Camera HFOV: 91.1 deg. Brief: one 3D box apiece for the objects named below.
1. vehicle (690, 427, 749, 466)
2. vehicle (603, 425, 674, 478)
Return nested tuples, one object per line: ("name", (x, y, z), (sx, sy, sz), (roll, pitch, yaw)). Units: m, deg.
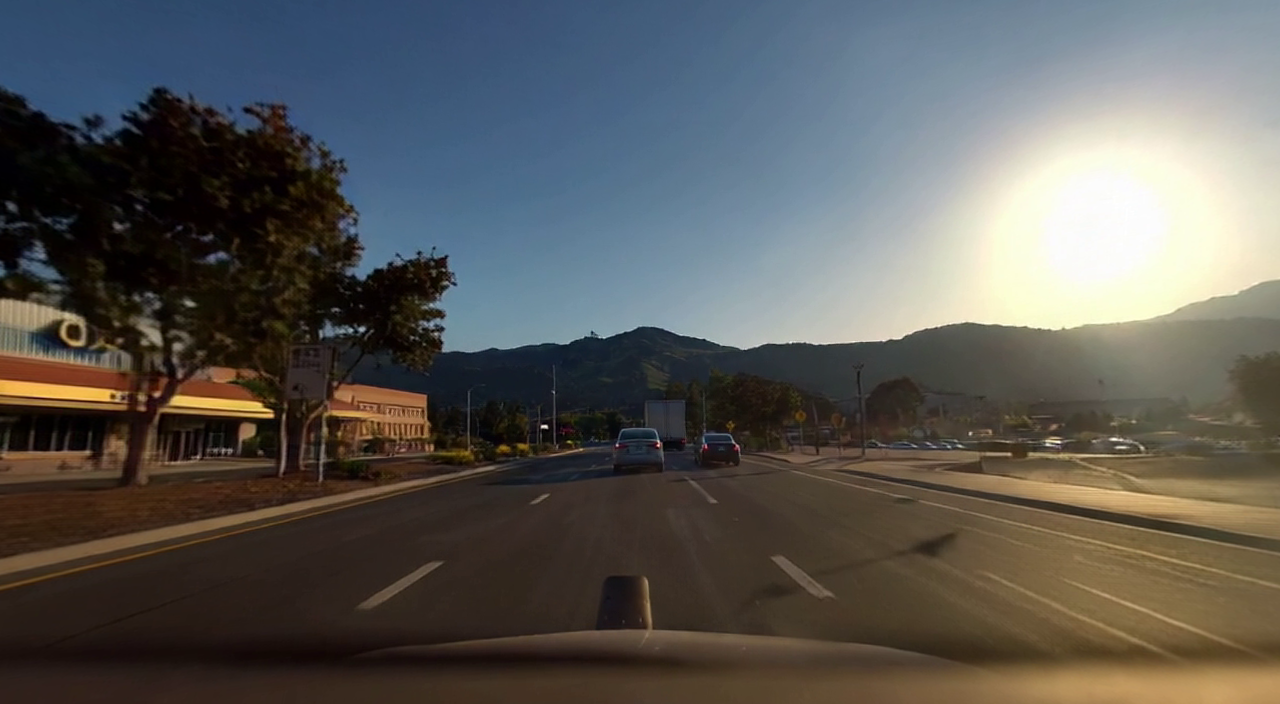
("vehicle", (3.641, 4.420, 29.508), (2.088, 1.655, 4.360), (0, -8, -2))
("vehicle", (-0.097, 3.400, 21.668), (2.193, 1.651, 3.946), (0, -8, -1))
